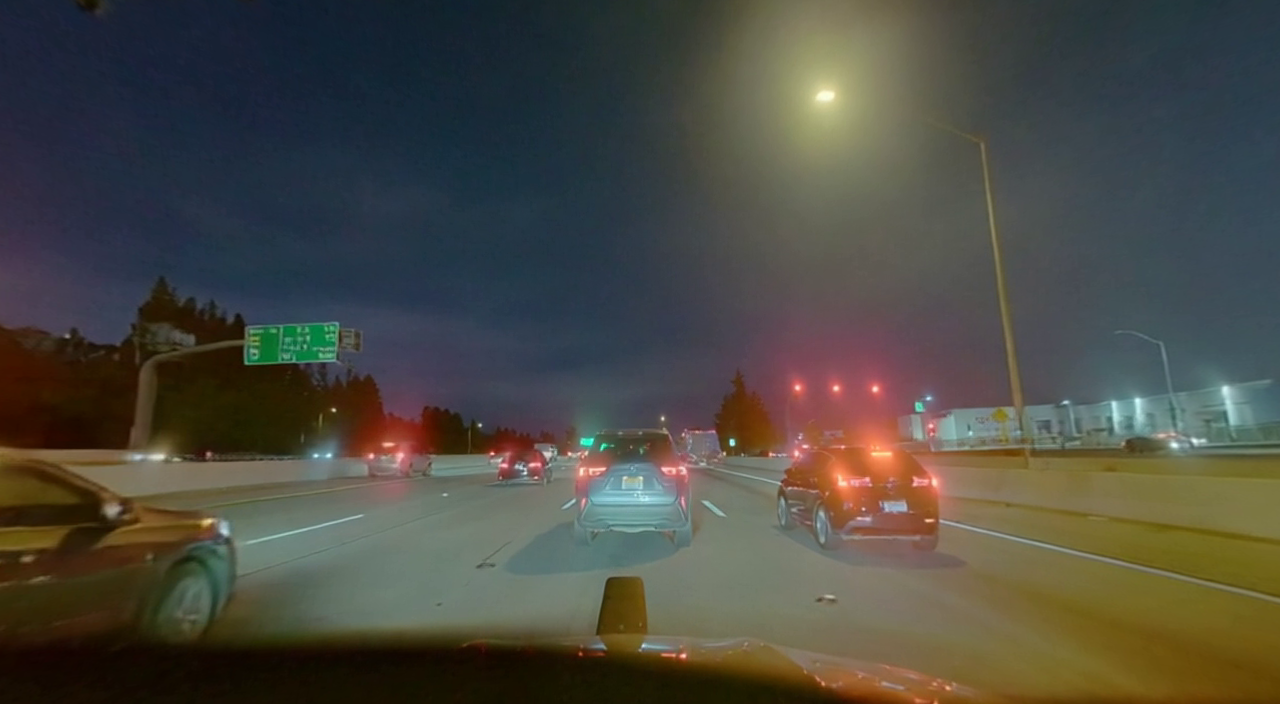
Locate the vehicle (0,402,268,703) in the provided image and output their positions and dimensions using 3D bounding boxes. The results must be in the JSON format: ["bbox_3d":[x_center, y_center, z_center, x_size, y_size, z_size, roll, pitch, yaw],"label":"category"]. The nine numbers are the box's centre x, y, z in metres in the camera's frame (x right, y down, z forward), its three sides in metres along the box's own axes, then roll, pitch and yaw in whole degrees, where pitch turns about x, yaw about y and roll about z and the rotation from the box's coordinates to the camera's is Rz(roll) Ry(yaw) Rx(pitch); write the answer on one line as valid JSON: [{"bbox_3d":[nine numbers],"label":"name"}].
[{"bbox_3d":[-3.462,0.829,1.703,2.132,1.464,4.481,0,-9,1],"label":"vehicle"}]

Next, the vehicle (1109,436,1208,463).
[{"bbox_3d":[32.023,6.020,39.095,1.805,1.536,4.325,3,-9,-18],"label":"vehicle"}]

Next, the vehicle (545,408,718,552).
[{"bbox_3d":[-0.122,1.898,9.929,2.152,1.779,3.924,0,-9,0],"label":"vehicle"}]

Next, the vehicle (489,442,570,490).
[{"bbox_3d":[-3.683,3.876,21.806,2.005,1.458,4.143,0,-9,1],"label":"vehicle"}]

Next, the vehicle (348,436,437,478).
[{"bbox_3d":[-11.005,4.689,28.438,2.129,1.720,4.547,0,-9,1],"label":"vehicle"}]

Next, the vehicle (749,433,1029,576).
[{"bbox_3d":[3.001,1.931,8.893,2.018,1.470,4.491,0,-9,-2],"label":"vehicle"}]
